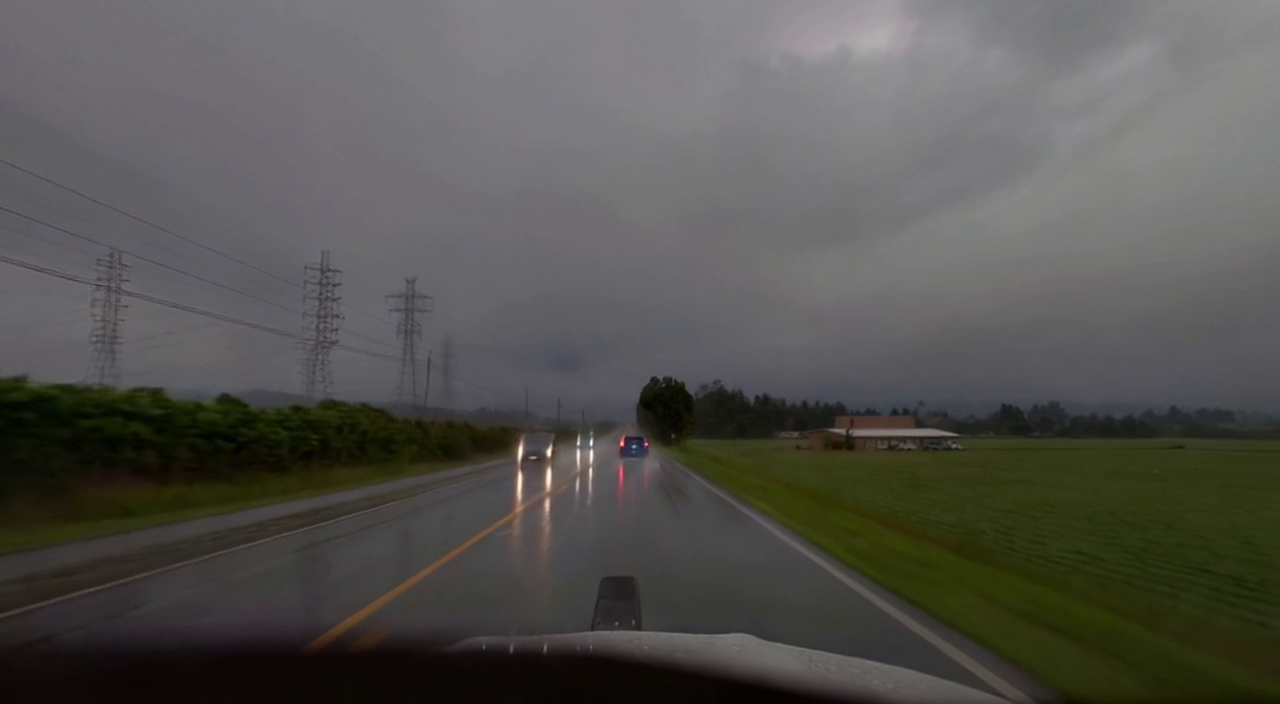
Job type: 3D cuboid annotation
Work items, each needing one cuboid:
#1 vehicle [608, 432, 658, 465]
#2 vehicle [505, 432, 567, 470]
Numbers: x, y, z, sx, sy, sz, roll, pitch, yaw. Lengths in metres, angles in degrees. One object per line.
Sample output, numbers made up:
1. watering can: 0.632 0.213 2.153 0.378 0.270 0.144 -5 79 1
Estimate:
1. vehicle: -0.359 4.603 30.230 2.241 1.471 3.829 1 -8 -1
2. vehicle: -4.346 4.197 26.997 2.034 1.484 4.183 0 -8 -1
